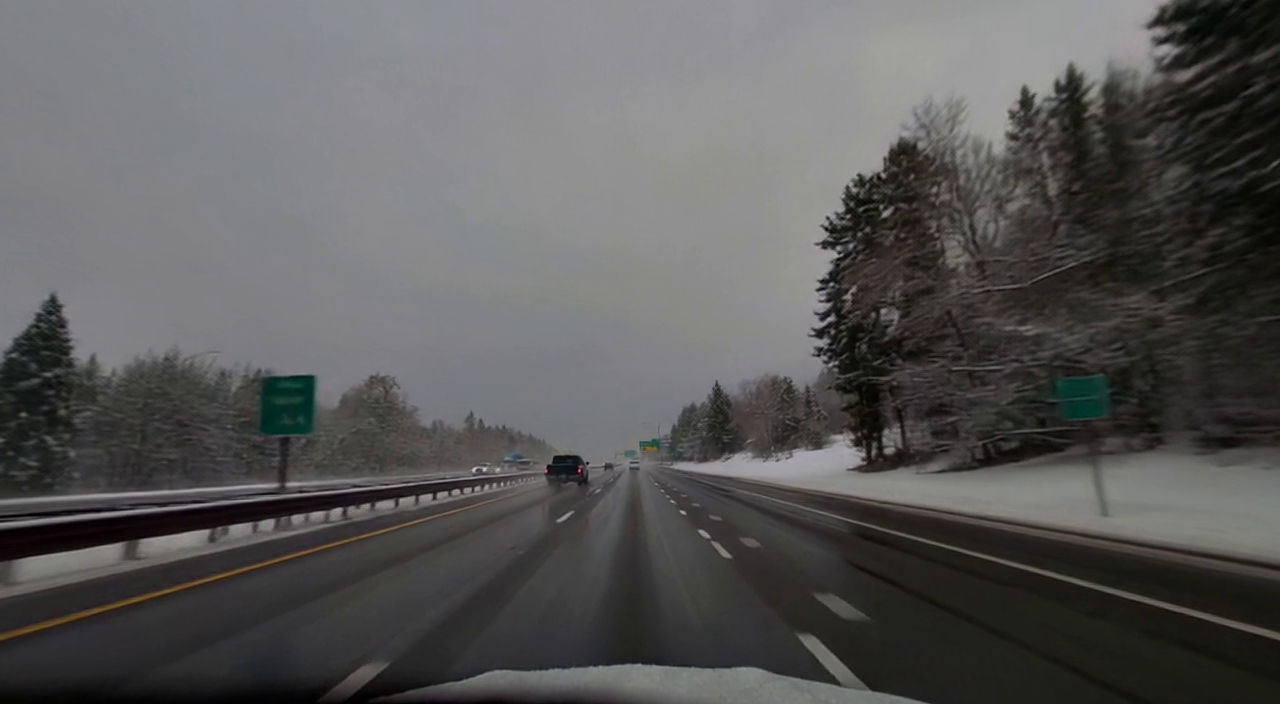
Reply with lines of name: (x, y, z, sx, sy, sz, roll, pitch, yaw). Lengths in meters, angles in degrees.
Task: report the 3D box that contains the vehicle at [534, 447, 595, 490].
vehicle: (-3.571, 5.695, 30.736, 2.390, 1.879, 4.423, 1, -10, 1)
